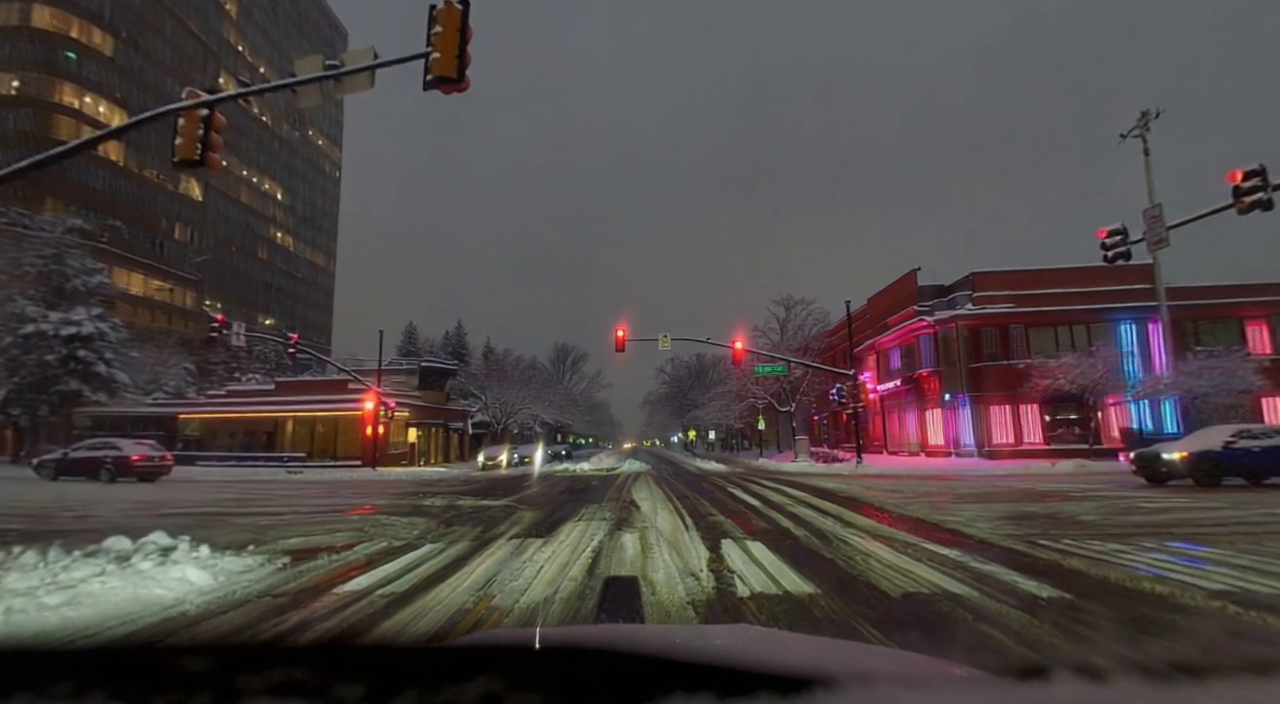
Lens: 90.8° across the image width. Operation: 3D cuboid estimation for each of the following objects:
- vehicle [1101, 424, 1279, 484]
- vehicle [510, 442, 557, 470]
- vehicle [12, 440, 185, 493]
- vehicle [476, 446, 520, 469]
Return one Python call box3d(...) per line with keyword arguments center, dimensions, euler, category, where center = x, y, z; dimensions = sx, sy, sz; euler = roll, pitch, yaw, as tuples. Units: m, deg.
box3d(center=(15.408, 2.699, 16.772), dimensions=(4.651, 1.463, 1.880), euler=(-2, -9, 8), category="vehicle")
box3d(center=(-6.780, 6.691, 40.754), dimensions=(2.181, 1.703, 4.512), euler=(0, -9, 1), category="vehicle")
box3d(center=(-21.146, 4.431, 24.769), dimensions=(5.161, 1.910, 2.275), euler=(-2, -9, 11), category="vehicle")
box3d(center=(-9.859, 7.359, 44.122), dimensions=(2.106, 1.505, 4.228), euler=(0, -9, 0), category="vehicle")
